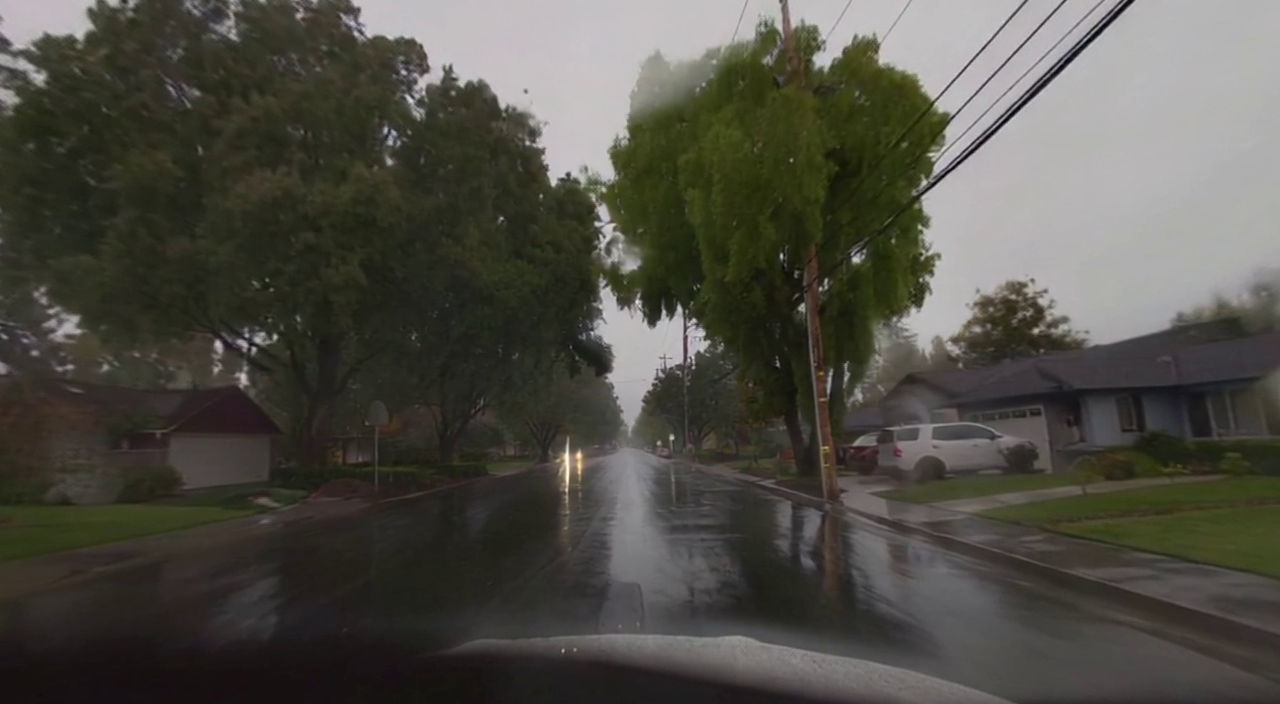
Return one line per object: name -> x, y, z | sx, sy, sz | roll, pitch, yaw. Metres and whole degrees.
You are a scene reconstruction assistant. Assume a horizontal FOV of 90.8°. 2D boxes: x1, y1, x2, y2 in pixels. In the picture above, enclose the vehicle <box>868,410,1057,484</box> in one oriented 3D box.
vehicle -> 9.889, 2.958, 19.677 | 4.555, 1.803, 2.151 | -4, -8, -3
